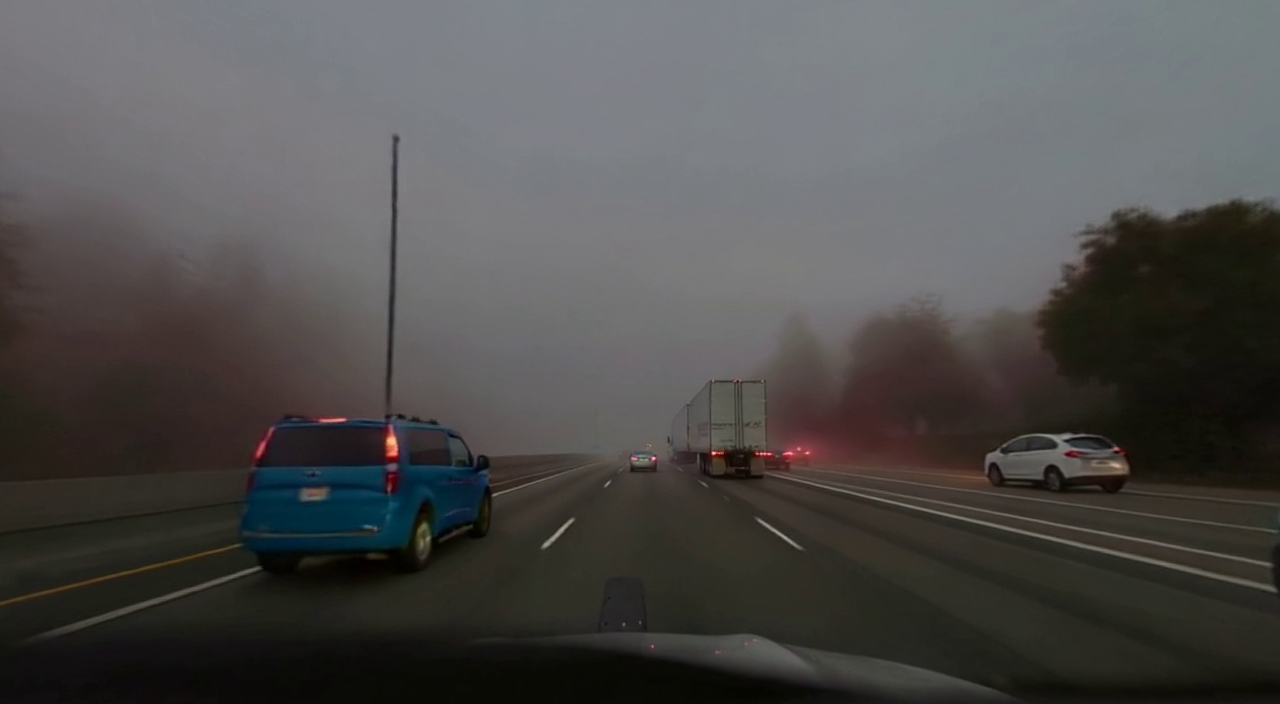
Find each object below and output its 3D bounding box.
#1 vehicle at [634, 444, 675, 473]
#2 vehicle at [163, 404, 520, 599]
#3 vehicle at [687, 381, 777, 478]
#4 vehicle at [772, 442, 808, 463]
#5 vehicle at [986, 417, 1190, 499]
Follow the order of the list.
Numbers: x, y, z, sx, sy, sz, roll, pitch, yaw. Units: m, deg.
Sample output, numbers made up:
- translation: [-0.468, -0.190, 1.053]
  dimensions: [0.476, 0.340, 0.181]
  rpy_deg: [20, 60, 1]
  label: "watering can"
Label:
- translation: [0.713, 5.780, 34.359]
  dimensions: [2.063, 1.469, 4.208]
  rpy_deg: [0, -9, -1]
  label: "vehicle"
- translation: [-3.151, 1.705, 8.069]
  dimensions: [2.237, 1.745, 4.575]
  rpy_deg: [0, -9, 1]
  label: "vehicle"
- translation: [4.362, 4.206, 33.041]
  dimensions: [2.821, 4.077, 12.562]
  rpy_deg: [0, -9, 0]
  label: "vehicle"
- translation: [11.600, 7.821, 48.991]
  dimensions: [1.876, 1.552, 3.640]
  rpy_deg: [0, -9, 0]
  label: "vehicle"
- translation: [11.235, 2.699, 16.331]
  dimensions: [2.041, 1.824, 4.376]
  rpy_deg: [0, -9, 0]
  label: "vehicle"
